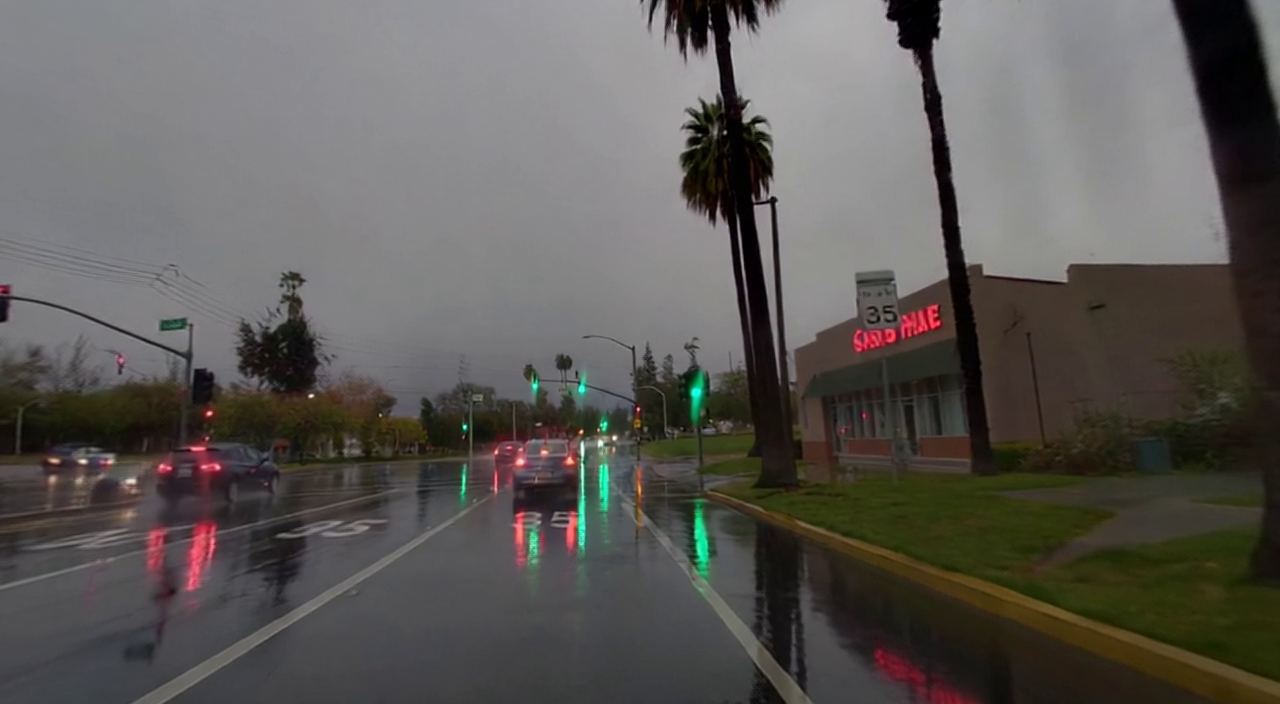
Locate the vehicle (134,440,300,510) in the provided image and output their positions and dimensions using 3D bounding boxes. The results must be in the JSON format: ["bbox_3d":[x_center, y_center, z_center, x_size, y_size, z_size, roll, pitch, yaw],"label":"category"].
[{"bbox_3d":[-12.492,3.614,19.156,2.050,1.811,4.752,0,-8,-5],"label":"vehicle"}]

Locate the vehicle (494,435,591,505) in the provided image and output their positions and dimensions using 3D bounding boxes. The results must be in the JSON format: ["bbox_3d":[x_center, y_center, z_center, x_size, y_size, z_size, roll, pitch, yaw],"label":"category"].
[{"bbox_3d":[-2.326,2.862,15.814,2.063,1.474,4.334,0,-8,-6],"label":"vehicle"}]
